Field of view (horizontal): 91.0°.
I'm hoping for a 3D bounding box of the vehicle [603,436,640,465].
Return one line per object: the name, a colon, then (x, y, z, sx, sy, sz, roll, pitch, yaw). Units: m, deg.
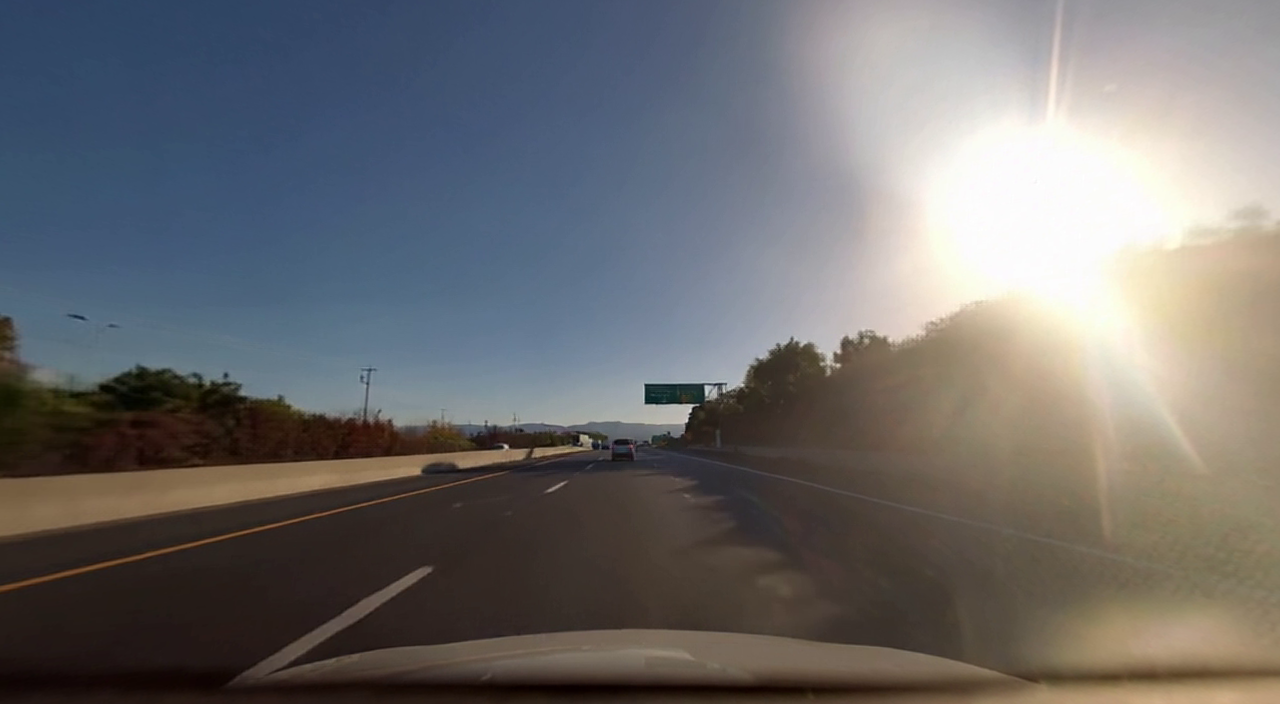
vehicle: (-1.119, 5.991, 38.401, 2.111, 1.635, 4.177, 0, -8, -1)
